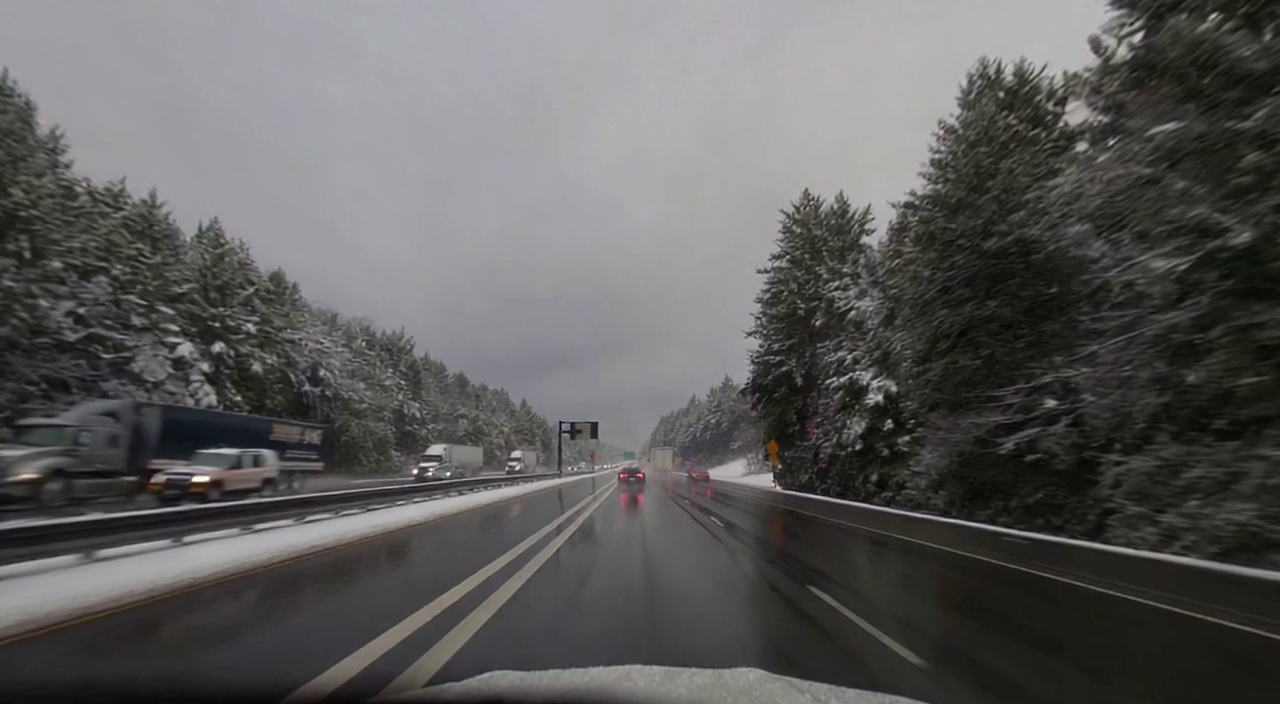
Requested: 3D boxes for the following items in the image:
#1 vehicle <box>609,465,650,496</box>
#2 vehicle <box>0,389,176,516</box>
[{"bbox_3d":[-0.544,6.702,33.046,2.010,1.436,3.973,1,-10,-1],"label":"vehicle"},{"bbox_3d":[-20.041,3.542,22.014,3.080,3.824,5.623,1,-10,-1],"label":"vehicle"}]
